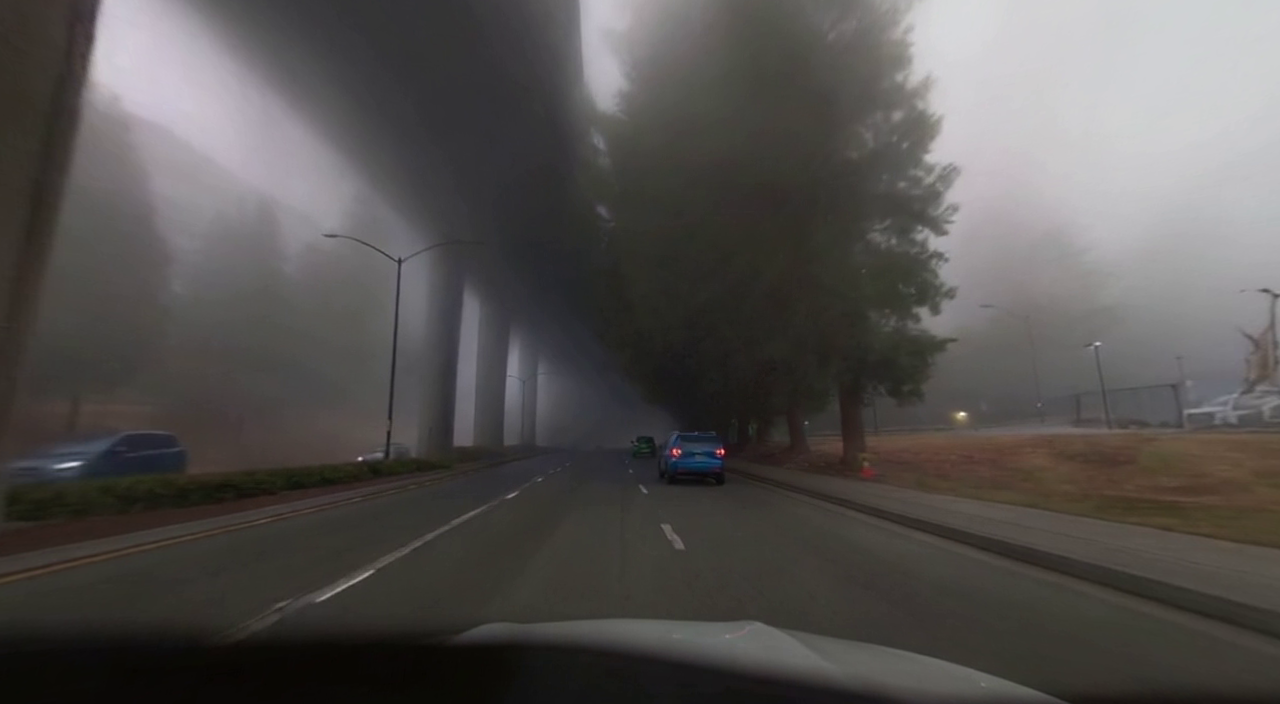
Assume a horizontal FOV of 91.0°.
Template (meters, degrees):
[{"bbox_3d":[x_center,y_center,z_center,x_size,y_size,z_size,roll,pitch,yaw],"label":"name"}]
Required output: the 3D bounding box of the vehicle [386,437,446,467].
[{"bbox_3d":[-14.783,6.638,41.934,2.093,1.806,5.466,0,-9,-2],"label":"vehicle"}]

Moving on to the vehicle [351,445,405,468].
[{"bbox_3d":[-18.707,7.486,45.250,1.980,1.517,4.690,0,-9,-2],"label":"vehicle"}]

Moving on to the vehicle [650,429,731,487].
[{"bbox_3d":[1.561,3.521,21.191,2.110,1.712,4.489,0,-9,-3],"label":"vehicle"}]

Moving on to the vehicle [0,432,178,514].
[{"bbox_3d":[-13.968,2.861,15.373,2.052,1.690,4.458,0,-9,-2],"label":"vehicle"}]
